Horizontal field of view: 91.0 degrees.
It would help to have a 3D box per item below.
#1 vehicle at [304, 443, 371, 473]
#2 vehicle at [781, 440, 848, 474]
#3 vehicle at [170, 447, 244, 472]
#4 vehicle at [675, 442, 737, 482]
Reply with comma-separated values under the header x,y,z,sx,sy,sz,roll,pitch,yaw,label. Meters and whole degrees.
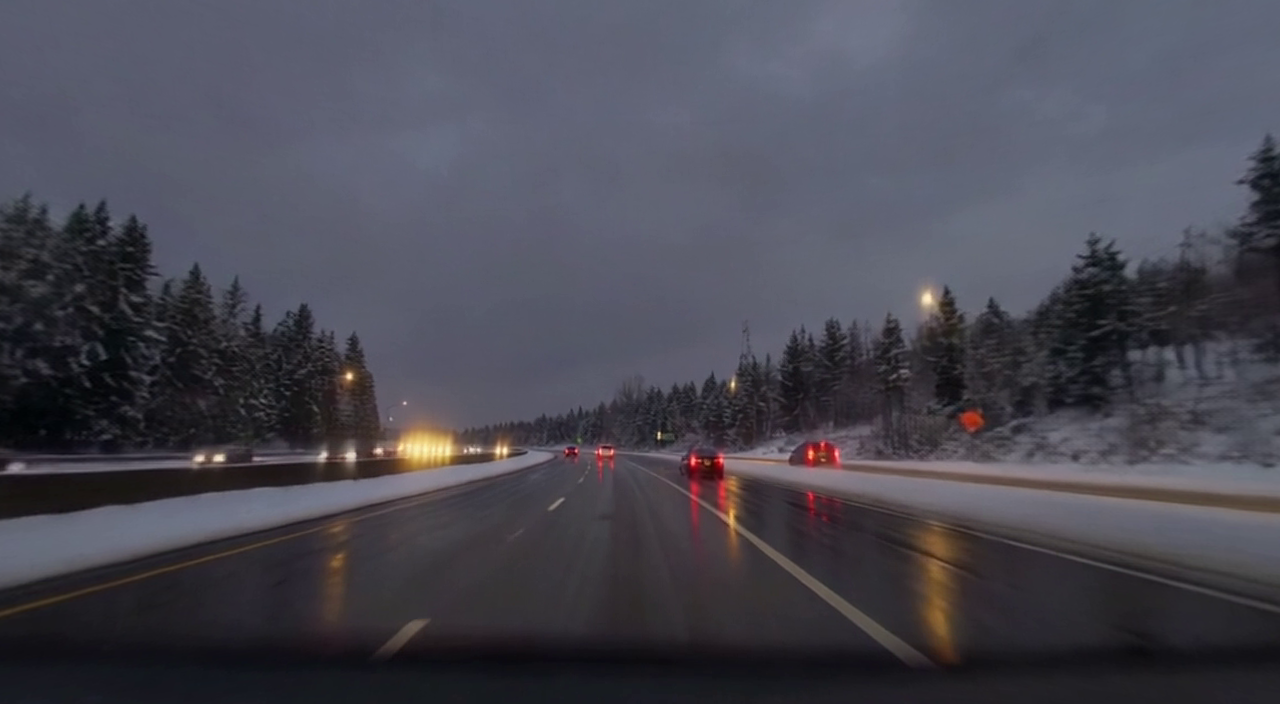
x,y,z,sx,sy,sz,roll,pitch,yaw,label
-17.703,6.201,37.048,1.927,1.668,4.237,0,-9,-2,vehicle
9.173,5.567,33.470,1.909,1.634,4.739,1,-9,-4,vehicle
-28.821,7.139,42.079,1.886,1.533,4.395,0,-9,-2,vehicle
2.692,4.604,26.633,1.975,1.562,3.823,1,-9,-4,vehicle
